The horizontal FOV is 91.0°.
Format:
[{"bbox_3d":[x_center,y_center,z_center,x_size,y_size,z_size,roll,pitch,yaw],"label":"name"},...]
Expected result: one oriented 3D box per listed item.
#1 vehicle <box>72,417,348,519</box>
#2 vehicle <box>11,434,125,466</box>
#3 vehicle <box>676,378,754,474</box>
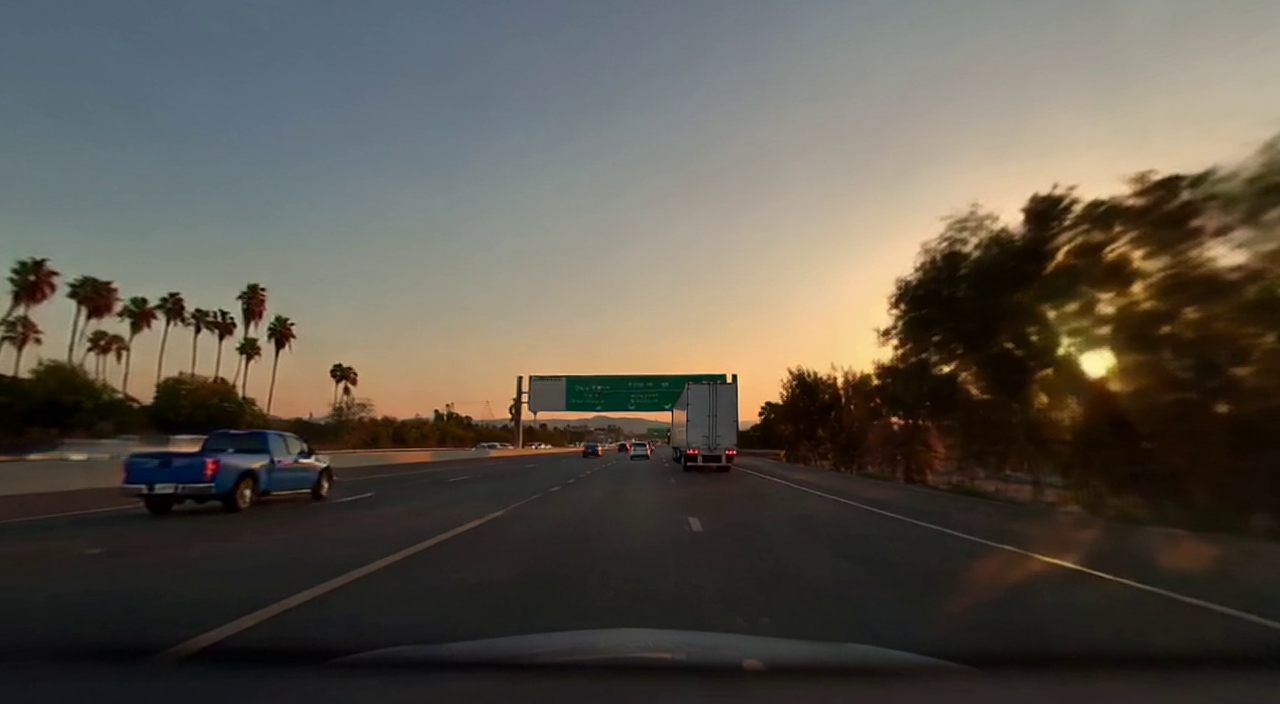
[{"bbox_3d":[-8.515,2.356,13.283,2.264,1.728,4.940,0,-9,1],"label":"vehicle"},{"bbox_3d":[-32.564,5.578,36.035,1.945,1.692,4.734,0,-9,2],"label":"vehicle"},{"bbox_3d":[3.710,4.319,35.640,2.891,4.123,16.415,0,-8,2],"label":"vehicle"}]
